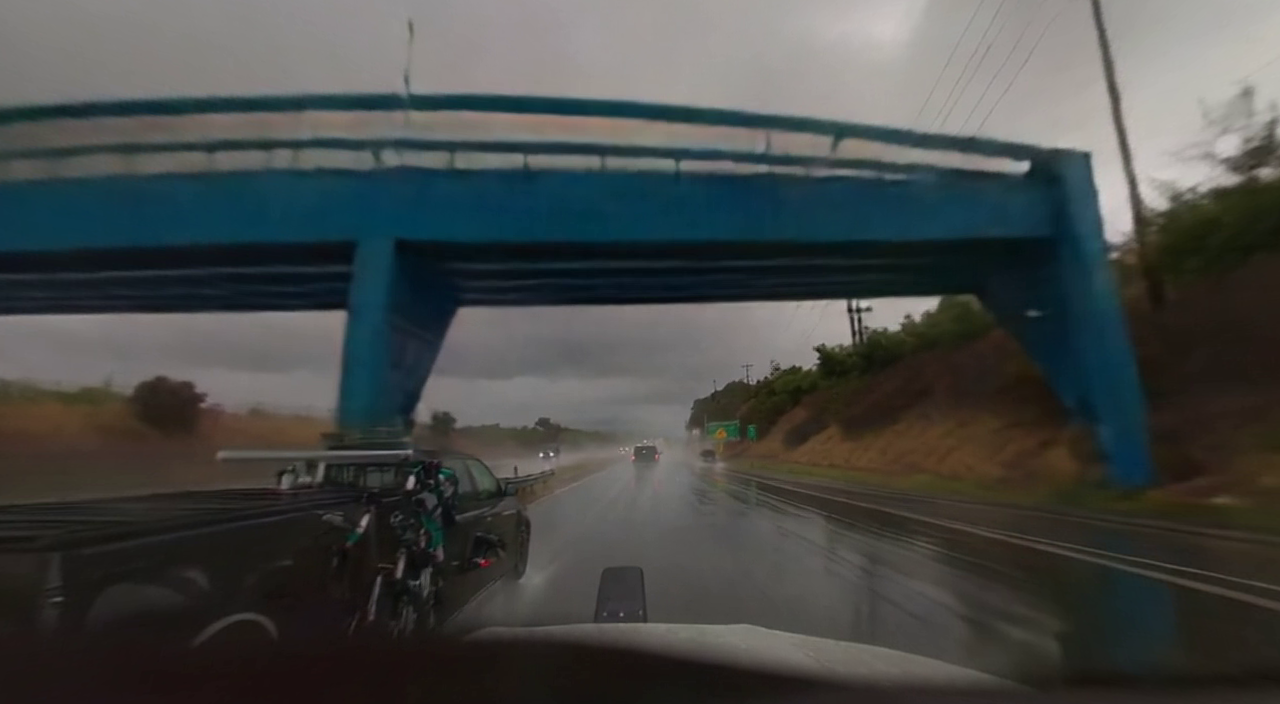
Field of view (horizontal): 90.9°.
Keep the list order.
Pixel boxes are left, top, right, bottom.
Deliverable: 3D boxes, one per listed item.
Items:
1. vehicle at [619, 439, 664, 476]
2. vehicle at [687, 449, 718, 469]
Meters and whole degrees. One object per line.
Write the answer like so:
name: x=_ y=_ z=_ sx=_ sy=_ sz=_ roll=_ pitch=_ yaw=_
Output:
vehicle: x=0.170 y=5.982 z=35.984 sx=2.369 sy=1.948 sz=5.343 roll=0 pitch=-9 yaw=2
vehicle: x=4.884 y=8.430 z=49.956 sx=1.988 sy=1.505 sz=4.958 roll=0 pitch=-9 yaw=0
